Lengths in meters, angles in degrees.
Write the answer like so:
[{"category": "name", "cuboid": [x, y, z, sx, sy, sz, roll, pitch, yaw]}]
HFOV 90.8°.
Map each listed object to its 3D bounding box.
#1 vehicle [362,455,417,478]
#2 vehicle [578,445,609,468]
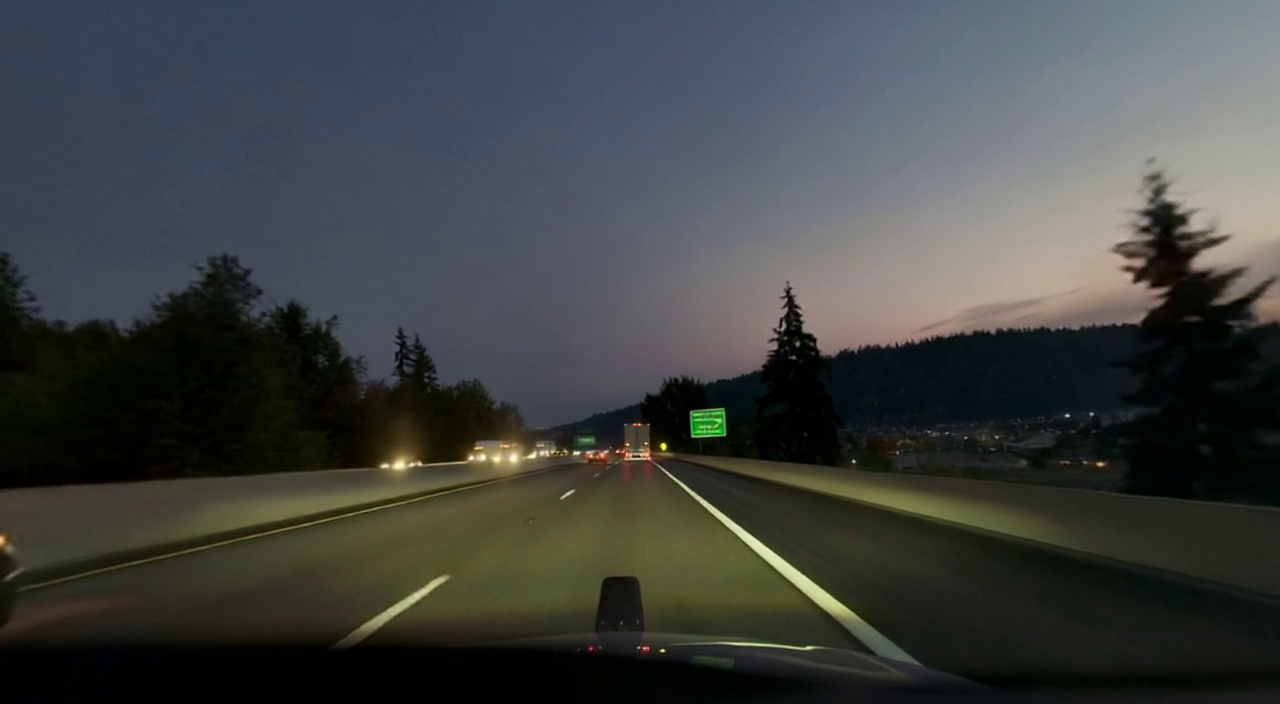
[{"category": "vehicle", "cuboid": [-17.033, 7.795, 43.149, 1.883, 1.473, 4.534, 0, -9, 0]}, {"category": "vehicle", "cuboid": [-3.592, 8.183, 49.577, 2.081, 1.682, 4.425, 0, -9, 0]}]
